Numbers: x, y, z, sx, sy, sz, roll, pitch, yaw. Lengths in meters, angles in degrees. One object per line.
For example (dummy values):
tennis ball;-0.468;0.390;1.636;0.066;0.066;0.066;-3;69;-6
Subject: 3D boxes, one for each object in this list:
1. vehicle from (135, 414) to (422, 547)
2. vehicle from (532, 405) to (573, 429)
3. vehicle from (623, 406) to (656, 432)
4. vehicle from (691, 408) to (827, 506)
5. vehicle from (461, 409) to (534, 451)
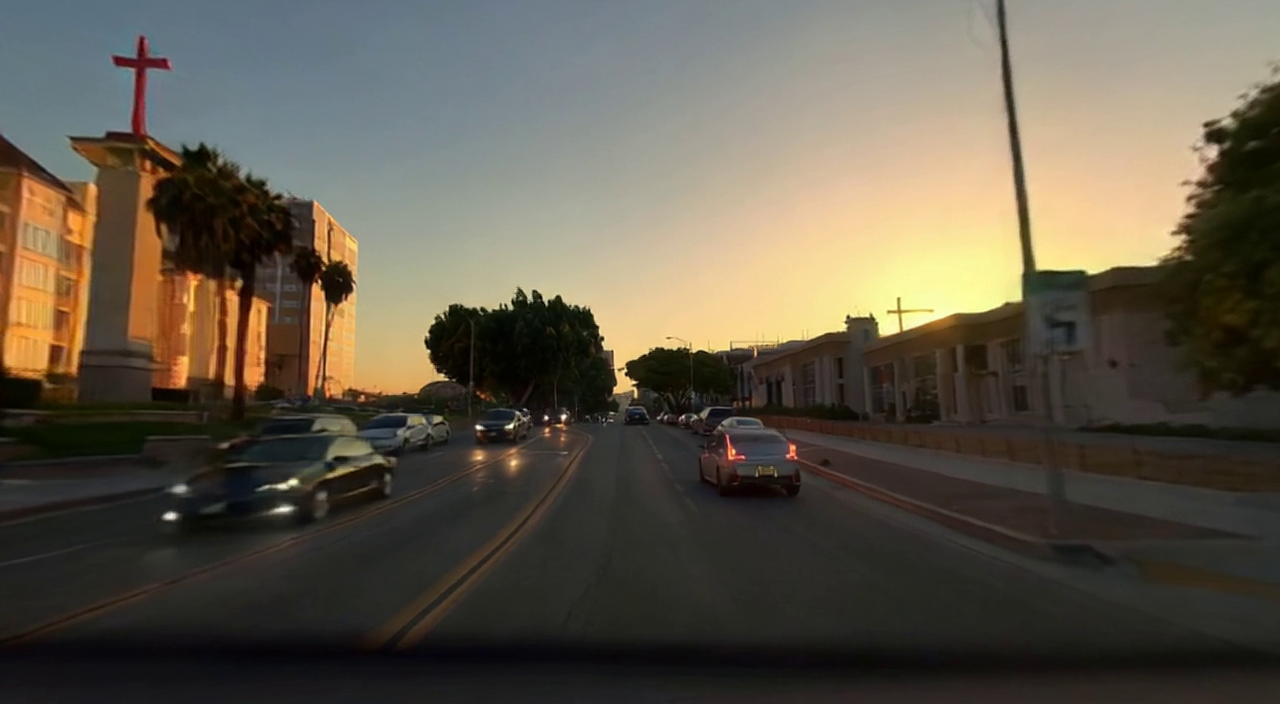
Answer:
vehicle;-5.872;2.142;11.230;2.295;1.837;4.680;0;-8;0
vehicle;-6.141;4.647;45.029;2.153;1.469;4.939;0;-8;0
vehicle;-0.028;4.676;43.802;2.196;1.655;3.939;0;-8;1
vehicle;2.466;2.340;14.358;1.995;1.858;4.333;1;-8;-4
vehicle;-6.114;3.473;27.727;2.171;1.676;4.523;0;-8;0
